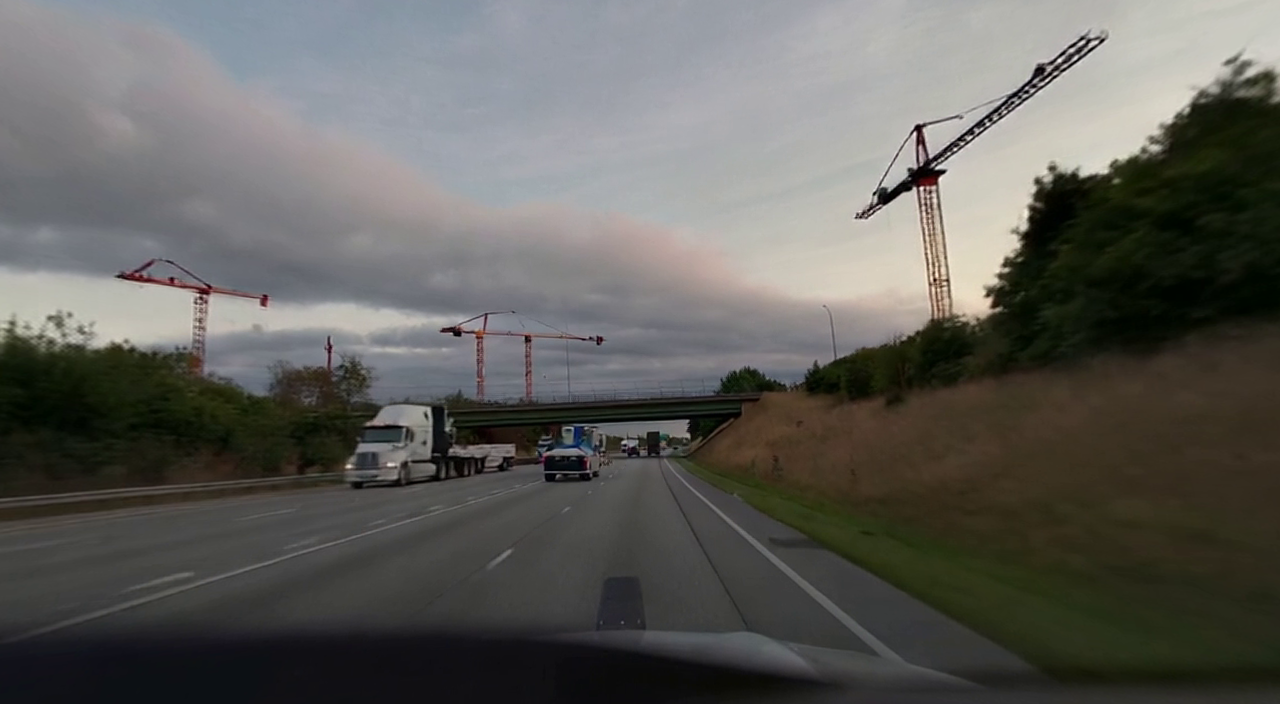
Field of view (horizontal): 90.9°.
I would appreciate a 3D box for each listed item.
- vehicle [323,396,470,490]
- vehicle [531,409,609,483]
[{"bbox_3d":[-9.838,3.893,26.681,2.931,3.367,7.777,0,-9,1],"label":"vehicle"},{"bbox_3d":[-2.826,4.100,27.382,2.565,2.771,6.641,0,-9,0],"label":"vehicle"}]
